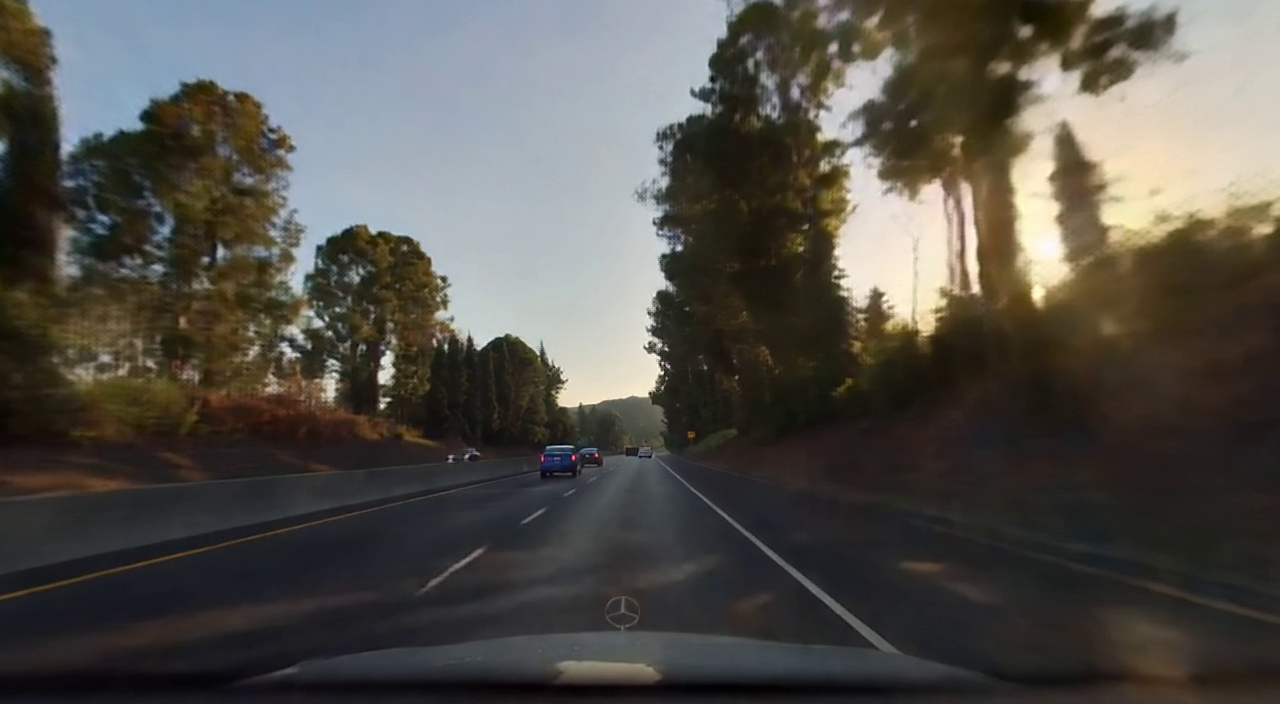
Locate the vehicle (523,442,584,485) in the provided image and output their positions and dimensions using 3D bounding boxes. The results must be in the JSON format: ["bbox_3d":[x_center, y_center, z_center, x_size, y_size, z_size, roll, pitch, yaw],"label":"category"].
[{"bbox_3d":[-3.378,4.447,25.410,1.846,1.600,4.108,0,-9,1],"label":"vehicle"}]
